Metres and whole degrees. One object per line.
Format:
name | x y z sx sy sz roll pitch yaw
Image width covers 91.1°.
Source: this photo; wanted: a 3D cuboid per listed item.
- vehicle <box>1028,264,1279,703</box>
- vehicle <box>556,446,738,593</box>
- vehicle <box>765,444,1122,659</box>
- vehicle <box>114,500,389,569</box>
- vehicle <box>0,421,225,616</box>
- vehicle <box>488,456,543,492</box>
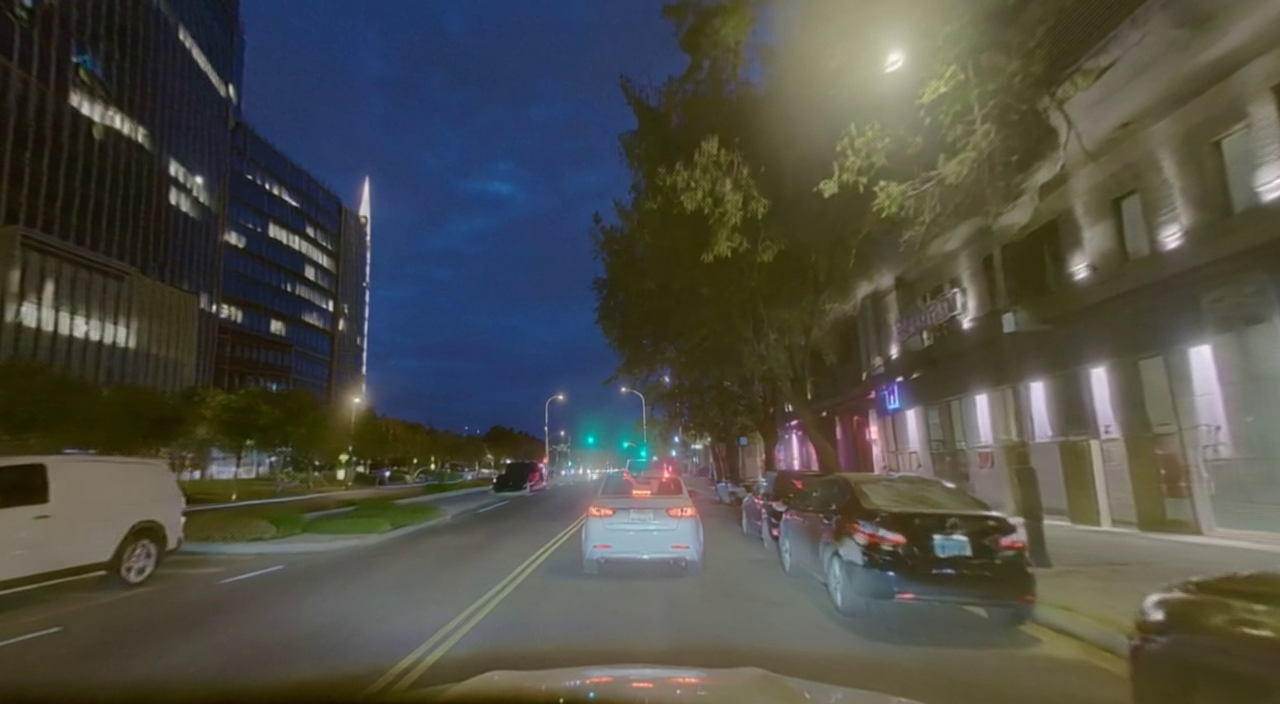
vehicle | 2.752 0.512 0.602 1.868 1.920 4.501 1 -11 1
vehicle | 0.081 2.205 8.886 2.018 1.583 3.646 1 -11 0
vehicle | 2.678 1.872 6.800 1.884 1.566 4.018 1 -11 1
vehicle | -6.827 3.324 11.901 2.223 0.774 4.789 1 -10 0
vehicle | -6.715 1.690 6.319 1.994 1.701 4.520 -3 -12 -1
vehicle | -6.560 6.538 33.494 2.024 1.654 4.396 -3 -12 0
